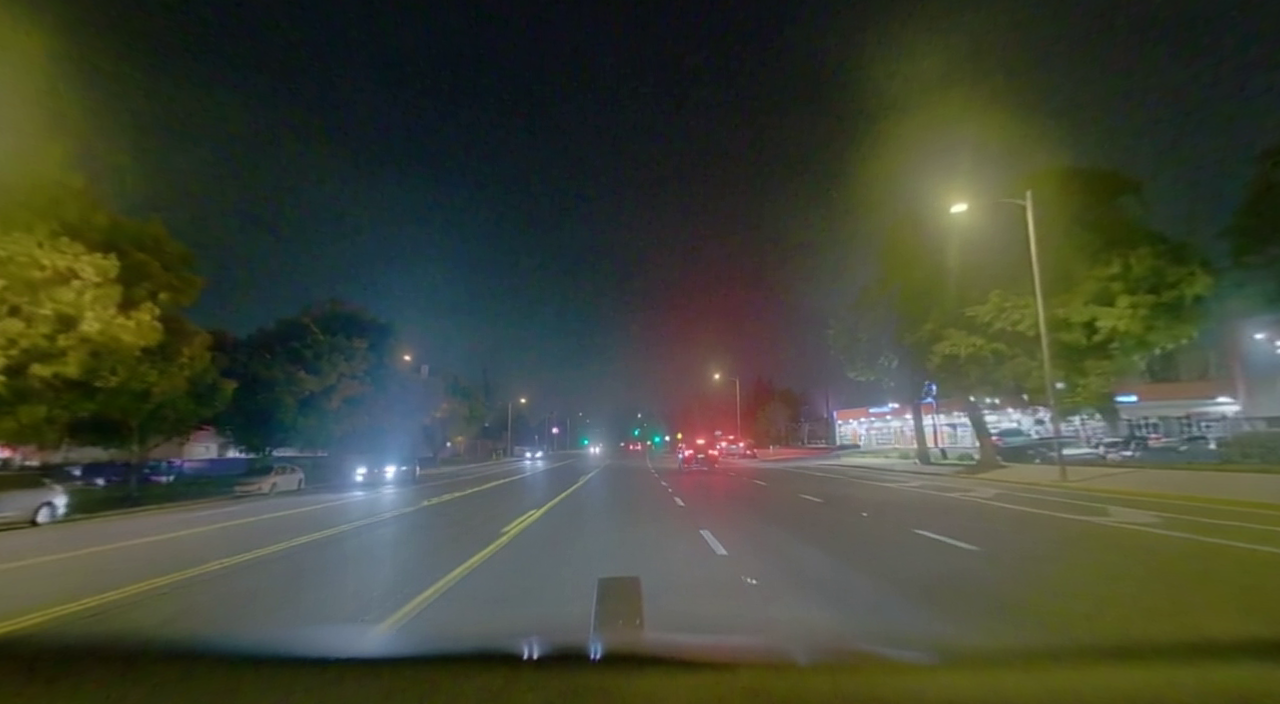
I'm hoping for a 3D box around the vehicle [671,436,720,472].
[{"bbox_3d":[2.672,5.082,31.556,1.957,1.643,4.226,0,-9,-2],"label":"vehicle"}]

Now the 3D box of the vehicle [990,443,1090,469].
[{"bbox_3d":[23.180,6.023,36.781,1.777,1.432,4.487,7,-11,-37],"label":"vehicle"}]

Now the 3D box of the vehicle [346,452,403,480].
[{"bbox_3d":[-18.152,7.799,43.480,2.045,1.727,4.503,0,-9,-1],"label":"vehicle"}]

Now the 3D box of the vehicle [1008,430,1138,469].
[{"bbox_3d":[25.854,5.852,37.988,2.185,2.098,5.912,6,-11,-35],"label":"vehicle"}]

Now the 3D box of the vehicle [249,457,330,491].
[{"bbox_3d":[-17.987,6.257,32.668,1.858,1.600,4.118,0,-9,-1],"label":"vehicle"}]

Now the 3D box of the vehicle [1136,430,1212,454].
[{"bbox_3d":[41.098,6.972,48.676,1.803,1.703,4.043,7,-11,-37],"label":"vehicle"}]

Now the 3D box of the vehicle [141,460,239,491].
[{"bbox_3d":[-24.061,6.611,34.021,1.831,1.452,4.727,0,-9,-1],"label":"vehicle"}]
